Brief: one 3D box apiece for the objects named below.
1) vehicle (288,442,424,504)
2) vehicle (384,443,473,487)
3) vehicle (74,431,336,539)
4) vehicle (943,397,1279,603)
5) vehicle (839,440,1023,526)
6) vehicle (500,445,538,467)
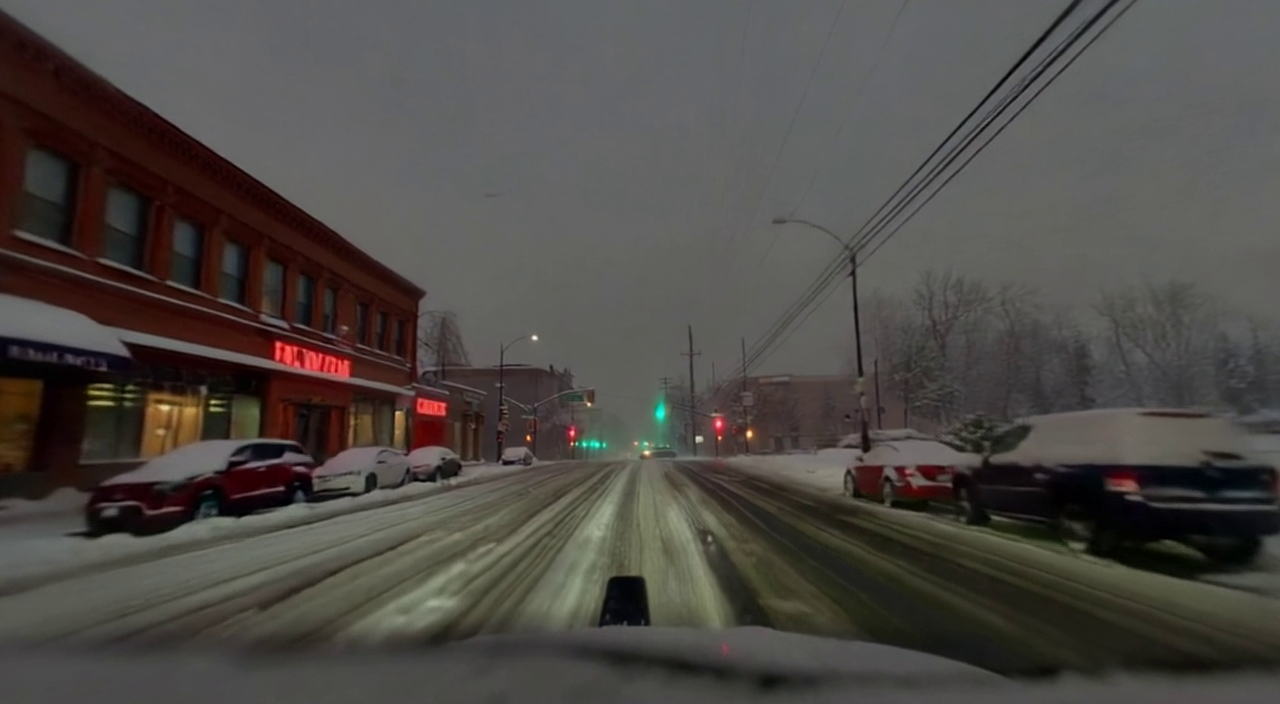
[{"bbox_3d":[-8.891,3.792,20.350,2.004,1.709,4.941,0,-8,1],"label":"vehicle"},{"bbox_3d":[-8.646,4.640,26.300,1.961,1.627,4.634,-1,-8,2],"label":"vehicle"},{"bbox_3d":[-8.821,2.704,13.531,2.140,1.861,4.801,-1,-9,1],"label":"vehicle"},{"bbox_3d":[5.941,1.668,8.075,1.922,1.871,4.477,0,-8,1],"label":"vehicle"},{"bbox_3d":[6.139,2.774,14.054,1.989,1.571,4.607,0,-8,1],"label":"vehicle"},{"bbox_3d":[-8.849,7.620,46.342,1.908,1.529,4.522,0,-8,-1],"label":"vehicle"}]
